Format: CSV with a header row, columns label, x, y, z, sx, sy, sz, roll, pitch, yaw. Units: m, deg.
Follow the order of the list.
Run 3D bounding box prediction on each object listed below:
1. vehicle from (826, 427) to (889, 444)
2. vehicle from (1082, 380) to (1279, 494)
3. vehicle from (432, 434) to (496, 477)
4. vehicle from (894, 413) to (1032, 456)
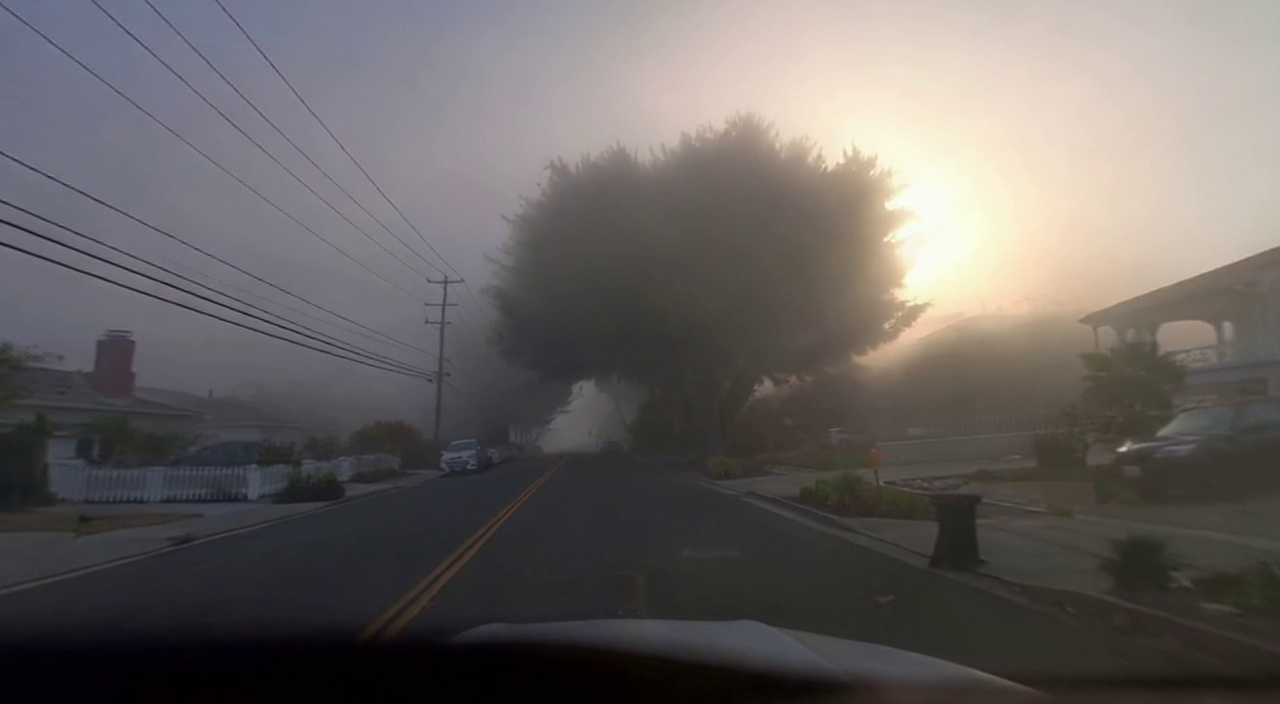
label,x,y,z,sx,sy,sz,roll,pitch,yaw
vehicle,14.331,5.527,41.710,3.606,1.094,1.420,1,-9,-3
vehicle,10.091,1.426,10.199,4.293,1.657,1.961,0,-11,3
vehicle,-9.082,5.402,33.161,2.240,1.940,5.429,-2,-9,-5
vehicle,13.598,3.514,26.776,4.842,1.728,1.875,1,-9,-3
